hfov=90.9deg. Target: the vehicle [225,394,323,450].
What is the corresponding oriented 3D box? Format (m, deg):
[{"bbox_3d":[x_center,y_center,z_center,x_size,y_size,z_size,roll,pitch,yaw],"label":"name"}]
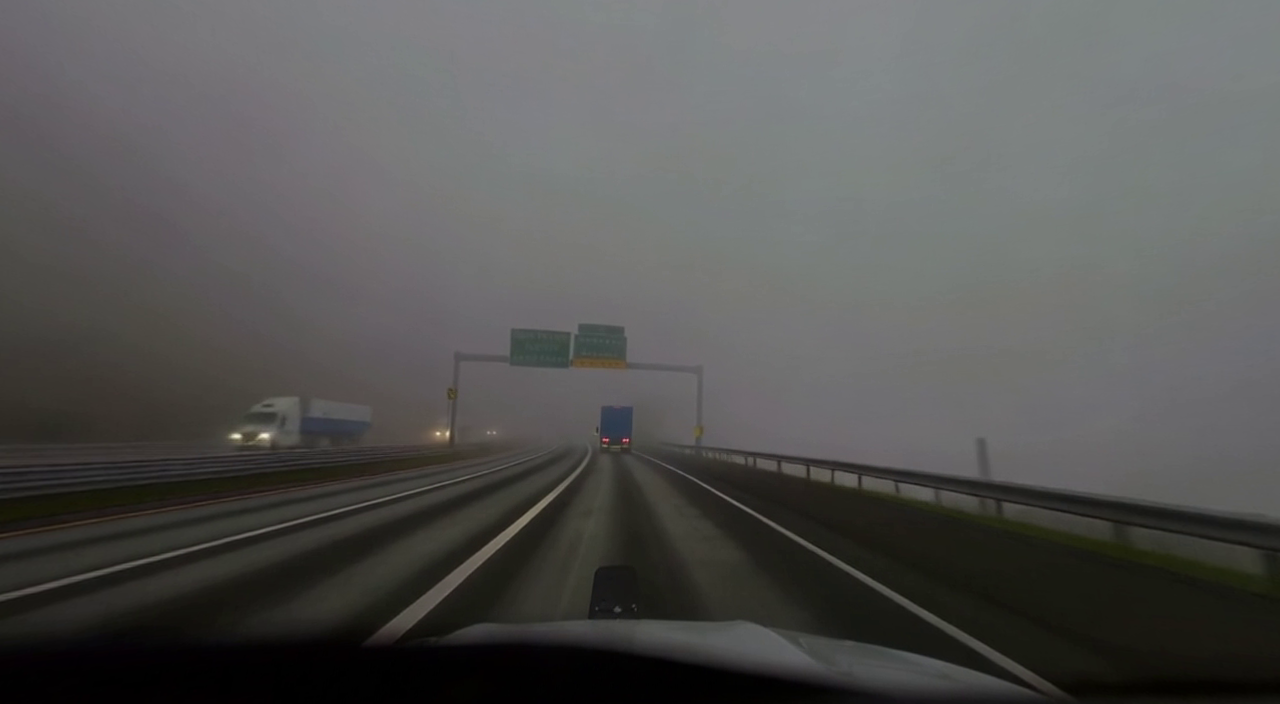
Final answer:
[{"bbox_3d":[-25.642,5.029,44.636,3.431,3.680,6.045,1,-8,-4],"label":"vehicle"}]
